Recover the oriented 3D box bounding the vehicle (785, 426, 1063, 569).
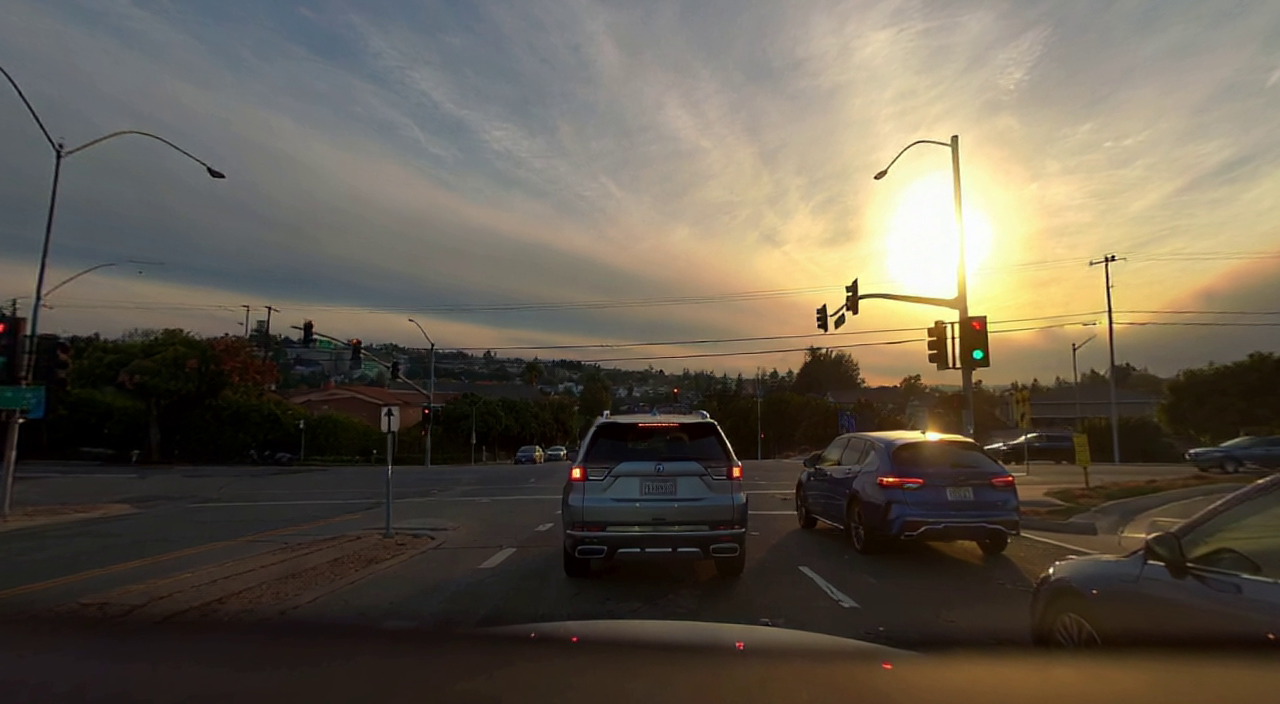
[{"bbox_3d":[3.521,1.861,8.885,1.861,1.495,4.215,0,-8,-1],"label":"vehicle"}]

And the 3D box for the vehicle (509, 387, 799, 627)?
[{"bbox_3d":[0.102,1.494,7.060,2.170,1.793,4.468,0,-8,0],"label":"vehicle"}]

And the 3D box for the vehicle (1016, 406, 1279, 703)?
[{"bbox_3d":[3.157,0.815,1.416,1.924,1.466,4.461,0,-8,1],"label":"vehicle"}]
